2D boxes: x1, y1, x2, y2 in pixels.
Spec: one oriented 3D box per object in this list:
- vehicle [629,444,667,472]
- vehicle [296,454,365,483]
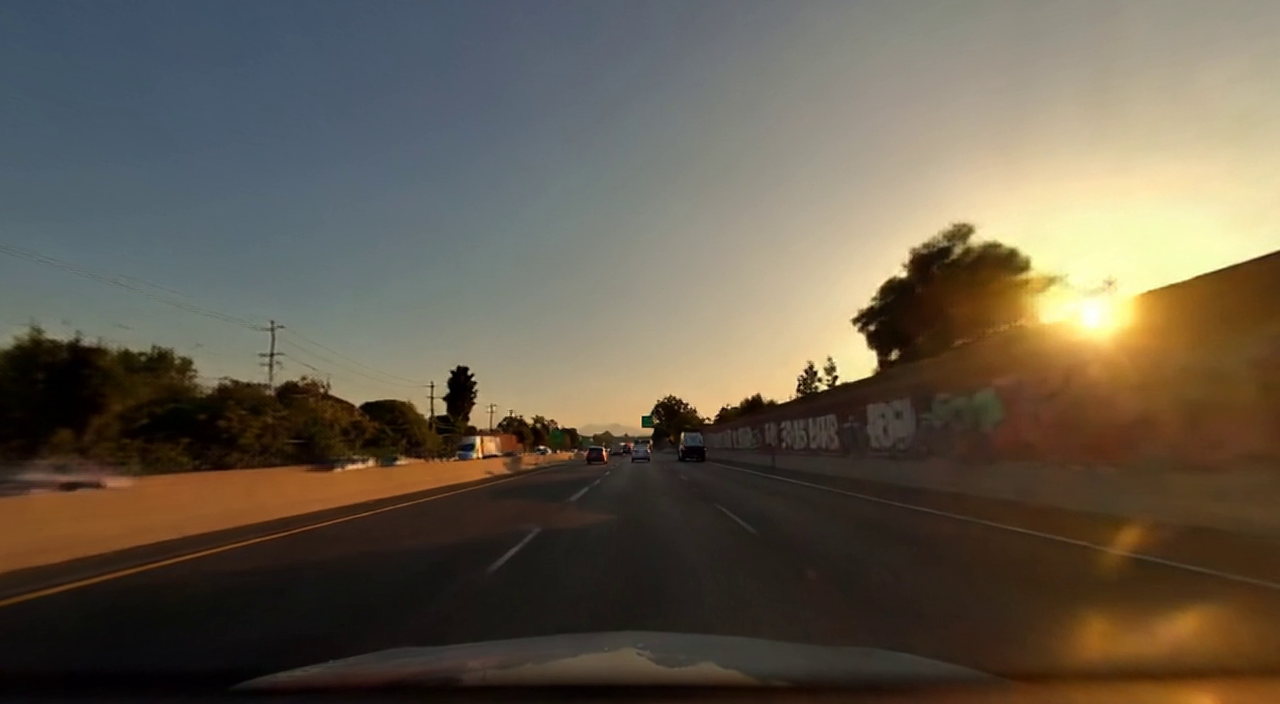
[{"bbox_3d":[0.403,5.969,35.596,2.009,1.506,4.091,0,-9,0],"label":"vehicle"},{"bbox_3d":[-16.479,6.187,33.733,1.775,1.455,3.730,0,-9,0],"label":"vehicle"}]
